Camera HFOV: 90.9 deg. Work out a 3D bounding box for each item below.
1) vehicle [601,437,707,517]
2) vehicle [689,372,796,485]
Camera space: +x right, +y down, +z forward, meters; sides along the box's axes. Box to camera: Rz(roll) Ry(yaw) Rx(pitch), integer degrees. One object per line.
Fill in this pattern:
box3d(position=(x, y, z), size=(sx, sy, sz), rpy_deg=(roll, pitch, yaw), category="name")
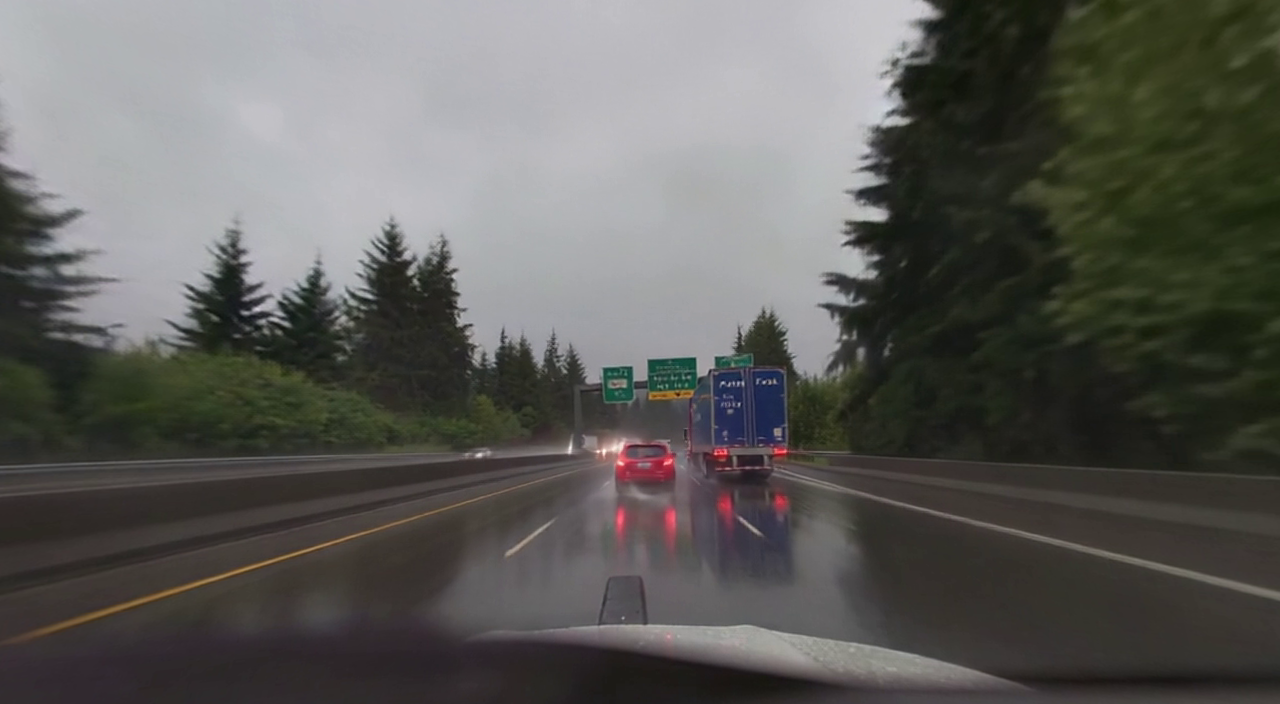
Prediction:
box3d(position=(0.280, 2.797, 14.555), size=(2.039, 1.532, 4.610), rpy_deg=(0, -9, 0), category="vehicle")
box3d(position=(4.176, 3.800, 29.424), size=(2.960, 4.018, 13.834), rpy_deg=(0, -9, 1), category="vehicle")
